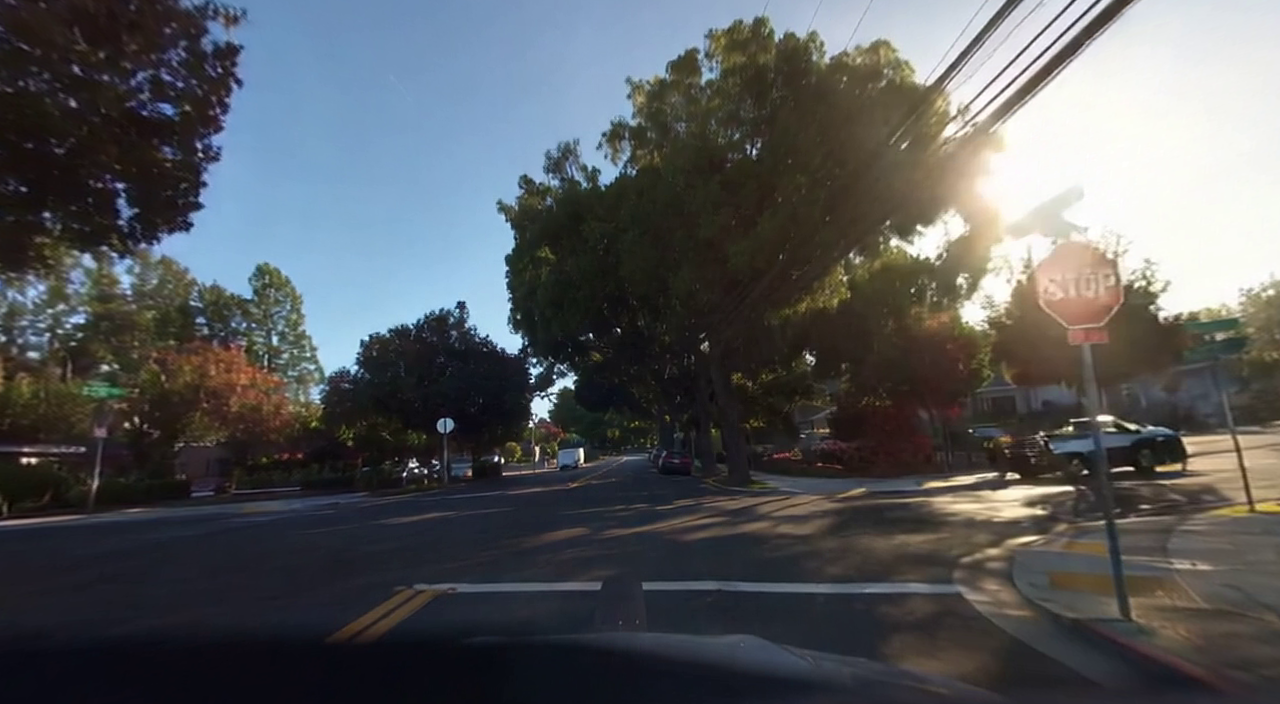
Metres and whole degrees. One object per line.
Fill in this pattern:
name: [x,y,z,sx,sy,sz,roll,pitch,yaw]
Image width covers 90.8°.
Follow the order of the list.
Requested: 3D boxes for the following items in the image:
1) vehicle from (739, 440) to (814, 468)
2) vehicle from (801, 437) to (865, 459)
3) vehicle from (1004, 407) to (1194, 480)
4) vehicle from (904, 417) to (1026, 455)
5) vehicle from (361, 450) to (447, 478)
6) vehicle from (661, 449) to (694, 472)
vehicle: [9.063,6.827,41.946,4.399,1.537,1.859,4,-20,-21]
vehicle: [13.484,6.700,44.084,4.032,1.444,1.747,3,-9,-23]
vehicle: [14.828,2.983,20.512,4.788,1.875,2.148,1,-20,-16]
vehicle: [14.688,3.867,28.846,1.960,1.584,4.669,3,-9,-24]
vehicle: [-12.666,6.026,34.024,3.937,1.390,1.644,0,-7,-1]
vehicle: [2.773,8.160,47.641,2.000,1.560,4.487,0,-8,-2]
